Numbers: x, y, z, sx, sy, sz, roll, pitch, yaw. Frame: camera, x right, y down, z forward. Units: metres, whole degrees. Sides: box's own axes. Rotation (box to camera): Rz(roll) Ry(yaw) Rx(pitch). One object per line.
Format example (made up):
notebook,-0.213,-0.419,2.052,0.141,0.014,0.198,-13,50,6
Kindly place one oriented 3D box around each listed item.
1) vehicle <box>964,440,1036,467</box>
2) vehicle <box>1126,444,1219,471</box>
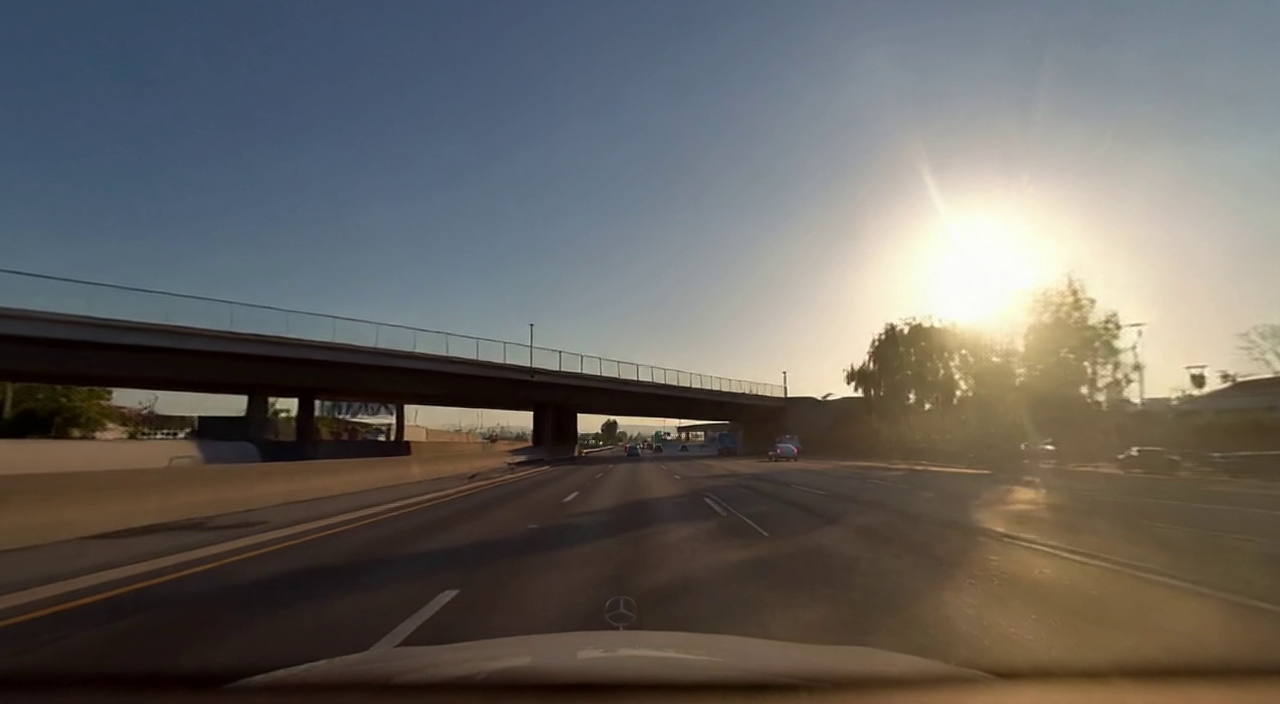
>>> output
vehicle,27.161,7.663,47.765,2.074,1.881,5.056,1,-8,-6
vehicle,35.381,7.005,42.033,1.927,1.631,4.803,0,-8,-1
